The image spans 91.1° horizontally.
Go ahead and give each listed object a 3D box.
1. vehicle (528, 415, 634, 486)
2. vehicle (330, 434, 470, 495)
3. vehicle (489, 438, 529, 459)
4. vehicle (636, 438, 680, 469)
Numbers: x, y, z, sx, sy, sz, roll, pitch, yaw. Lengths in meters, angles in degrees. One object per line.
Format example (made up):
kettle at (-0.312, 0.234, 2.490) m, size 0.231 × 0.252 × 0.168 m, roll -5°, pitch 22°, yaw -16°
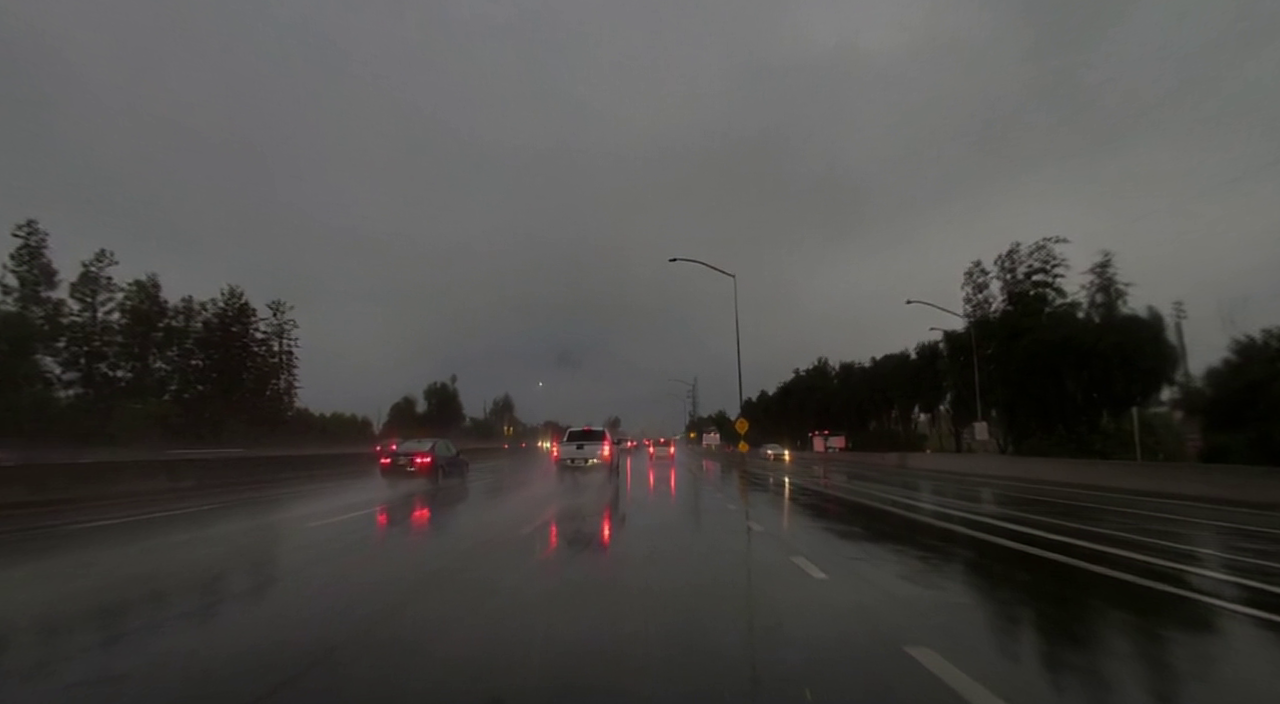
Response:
vehicle at (-1.796, 3.401, 21.927) m, size 2.815 × 2.092 × 6.526 m, roll 0°, pitch -8°, yaw 2°
vehicle at (-6.494, 3.077, 17.651) m, size 1.964 × 1.481 × 4.425 m, roll -1°, pitch -8°, yaw 4°
vehicle at (-9.787, 7.268, 47.207) m, size 1.915 × 1.472 × 4.502 m, roll 0°, pitch -8°, yaw 2°
vehicle at (0.852, 5.049, 31.544) m, size 2.013 × 1.444 × 4.447 m, roll 0°, pitch -8°, yaw 0°
